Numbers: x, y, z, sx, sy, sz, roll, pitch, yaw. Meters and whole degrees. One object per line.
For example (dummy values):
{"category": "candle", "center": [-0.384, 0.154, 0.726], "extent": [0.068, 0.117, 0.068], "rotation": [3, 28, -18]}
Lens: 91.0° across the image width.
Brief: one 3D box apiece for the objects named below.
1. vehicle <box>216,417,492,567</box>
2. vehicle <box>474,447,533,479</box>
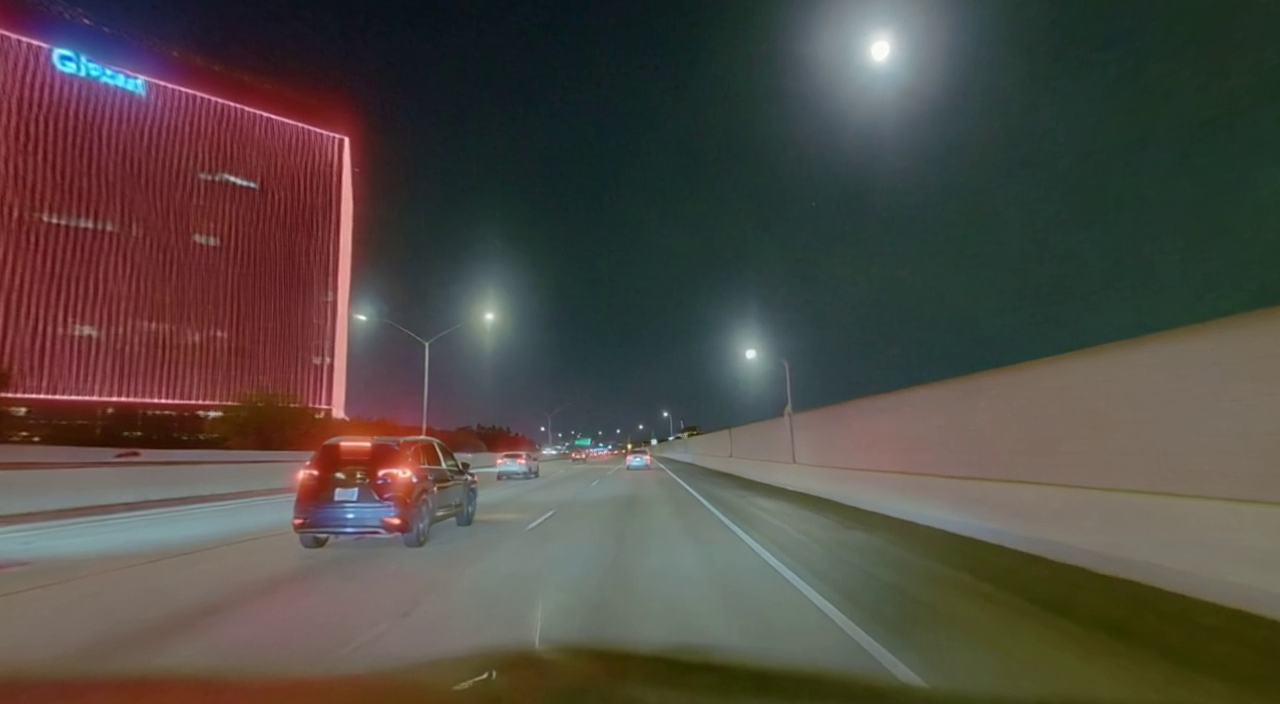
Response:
{"category": "vehicle", "center": [-3.878, 1.983, 9.674], "extent": [2.059, 1.725, 4.521], "rotation": [0, -9, 1]}
{"category": "vehicle", "center": [-7.215, 5.924, 33.886], "extent": [1.998, 1.542, 4.953], "rotation": [0, -9, 1]}
